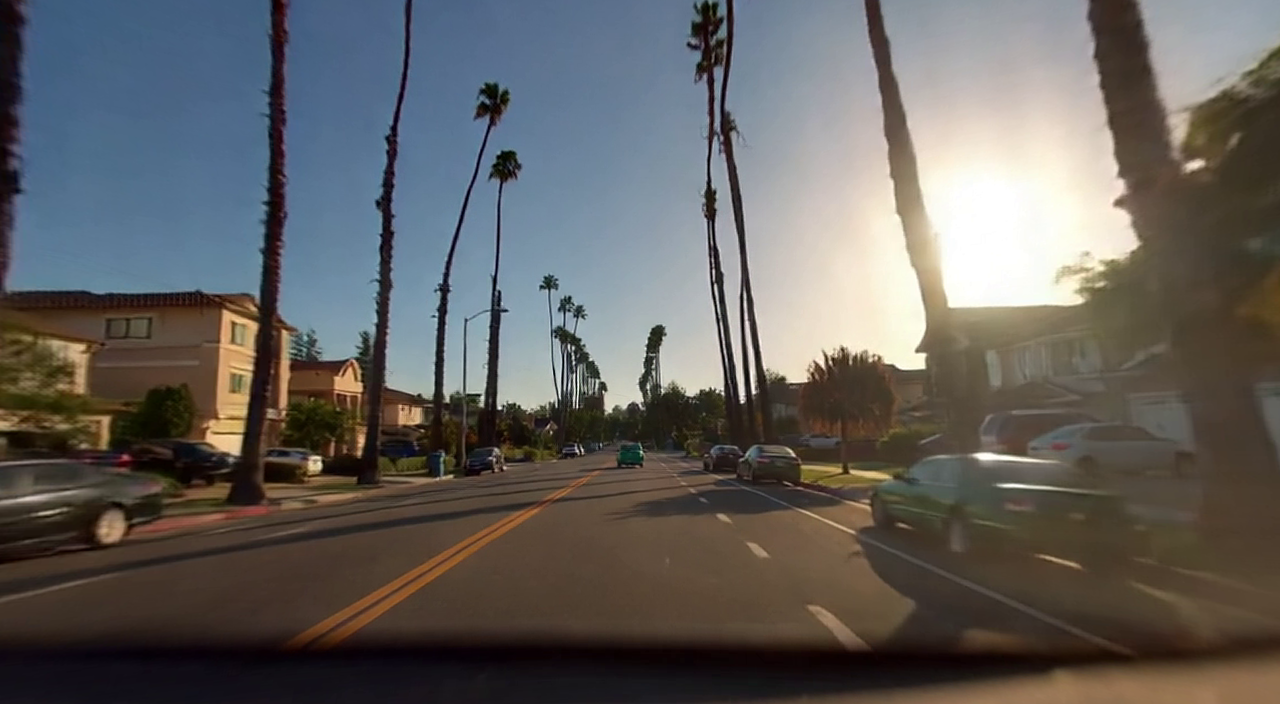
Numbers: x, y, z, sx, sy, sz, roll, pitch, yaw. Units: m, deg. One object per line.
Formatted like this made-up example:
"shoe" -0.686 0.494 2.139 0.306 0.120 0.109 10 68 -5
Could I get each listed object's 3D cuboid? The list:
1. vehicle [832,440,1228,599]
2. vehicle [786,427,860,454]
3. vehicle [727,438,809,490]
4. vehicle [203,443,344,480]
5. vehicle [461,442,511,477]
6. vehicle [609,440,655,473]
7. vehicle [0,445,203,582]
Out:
"vehicle" 4.529 1.981 8.671 2.033 1.495 5.175 0 -8 -2
"vehicle" 13.337 6.503 46.343 4.913 1.930 2.020 -1 -8 7
"vehicle" 4.471 3.993 23.008 2.017 1.646 5.389 0 -8 2
"vehicle" -15.817 4.730 27.467 4.654 1.490 2.381 0 -8 2
"vehicle" -8.972 6.263 37.044 1.945 1.666 4.107 -3 -6 -1
"vehicle" -0.403 5.123 31.147 2.098 1.483 4.099 0 -8 -1
"vehicle" -8.889 2.160 8.522 2.181 1.527 5.441 -2 -6 0
